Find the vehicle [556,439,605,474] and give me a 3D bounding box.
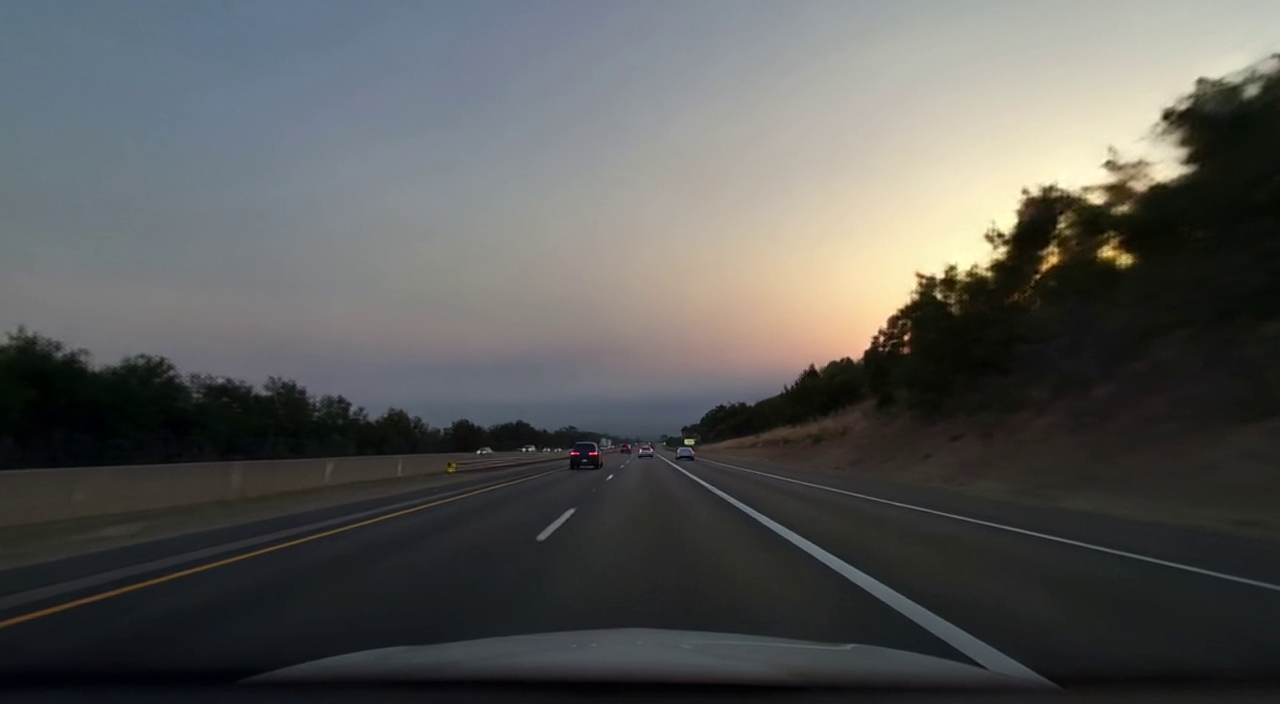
[{"bbox_3d":[-3.027,5.464,33.101,2.070,1.707,4.309,0,-9,1],"label":"vehicle"}]
